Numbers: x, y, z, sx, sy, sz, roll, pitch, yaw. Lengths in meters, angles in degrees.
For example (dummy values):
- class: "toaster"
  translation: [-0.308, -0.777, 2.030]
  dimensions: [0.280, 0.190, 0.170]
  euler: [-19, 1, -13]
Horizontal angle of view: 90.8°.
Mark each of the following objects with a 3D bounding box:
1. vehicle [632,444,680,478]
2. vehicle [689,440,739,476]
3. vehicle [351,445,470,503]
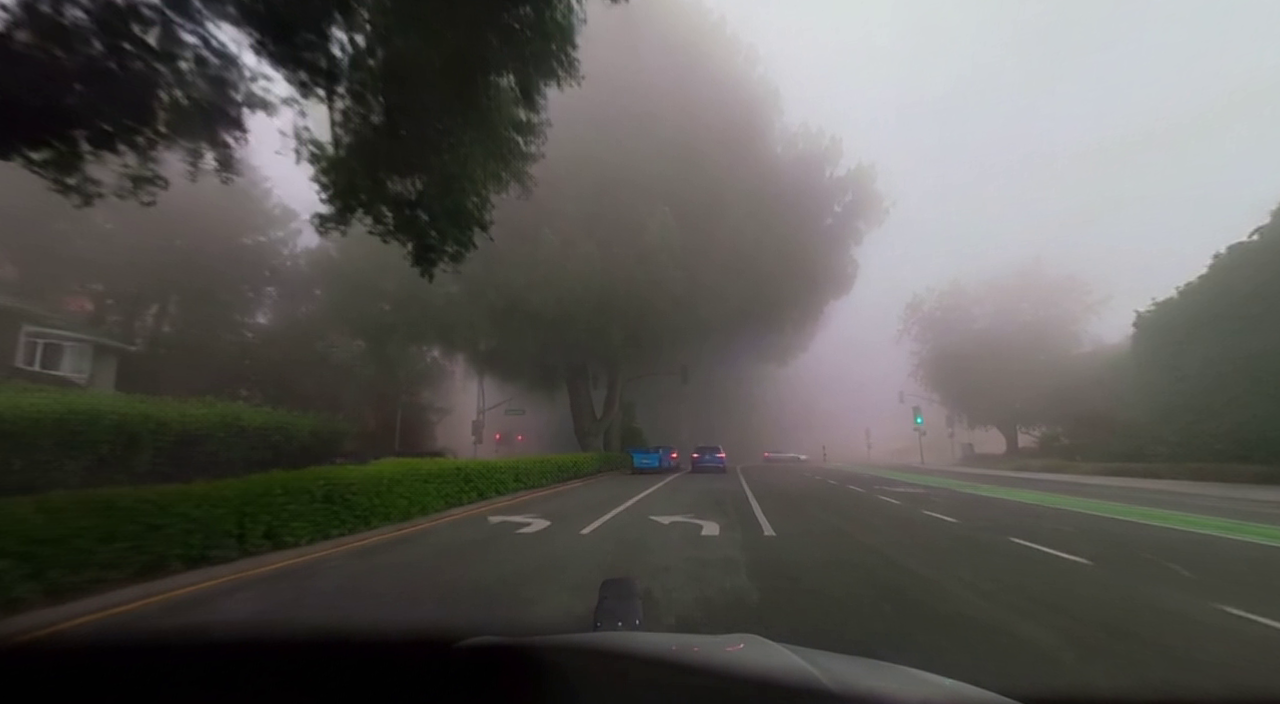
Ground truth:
- class: "vehicle"
  translation: [0.847, 5.222, 30.588]
  dimensions: [1.923, 1.498, 3.887]
  euler: [-2, -9, 7]
- class: "vehicle"
  translation: [3.769, 5.352, 32.117]
  dimensions: [2.286, 1.701, 4.395]
  euler: [-1, -9, 7]
- class: "vehicle"
  translation: [-7.318, 3.898, 20.718]
  dimensions: [2.029, 1.667, 4.504]
  euler: [-1, -9, 3]
